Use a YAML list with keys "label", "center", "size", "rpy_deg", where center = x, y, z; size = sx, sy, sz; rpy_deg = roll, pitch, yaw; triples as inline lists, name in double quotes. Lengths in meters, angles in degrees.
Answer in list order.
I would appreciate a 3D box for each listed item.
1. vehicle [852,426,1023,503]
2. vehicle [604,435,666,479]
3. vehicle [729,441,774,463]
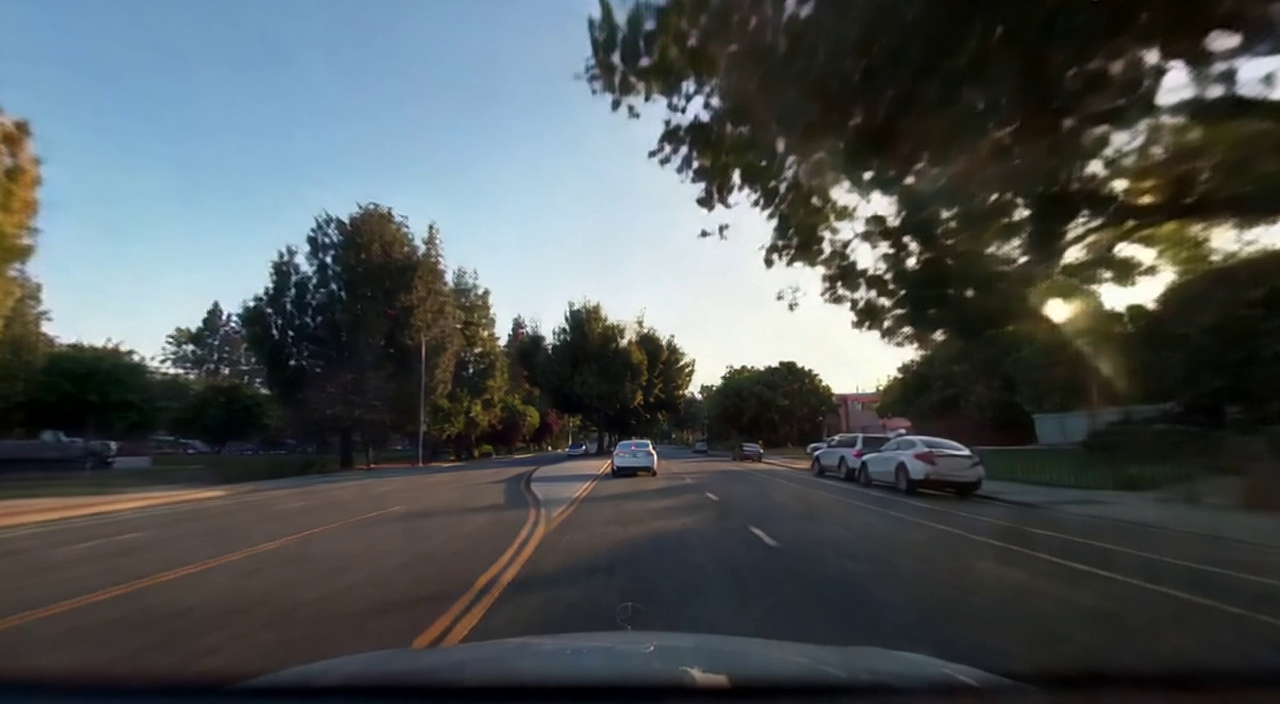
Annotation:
- label: "vehicle"
  center: [7.972, 3.051, 17.624]
  size: [2.185, 1.818, 5.038]
  rpy_deg: [1, -8, -2]
- label: "vehicle"
  center: [-0.205, 3.890, 23.563]
  size: [2.099, 1.470, 4.302]
  rpy_deg: [0, -8, -1]
- label: "vehicle"
  center: [7.816, 7.058, 44.711]
  size: [2.131, 1.474, 4.752]
  rpy_deg: [0, -8, -2]
